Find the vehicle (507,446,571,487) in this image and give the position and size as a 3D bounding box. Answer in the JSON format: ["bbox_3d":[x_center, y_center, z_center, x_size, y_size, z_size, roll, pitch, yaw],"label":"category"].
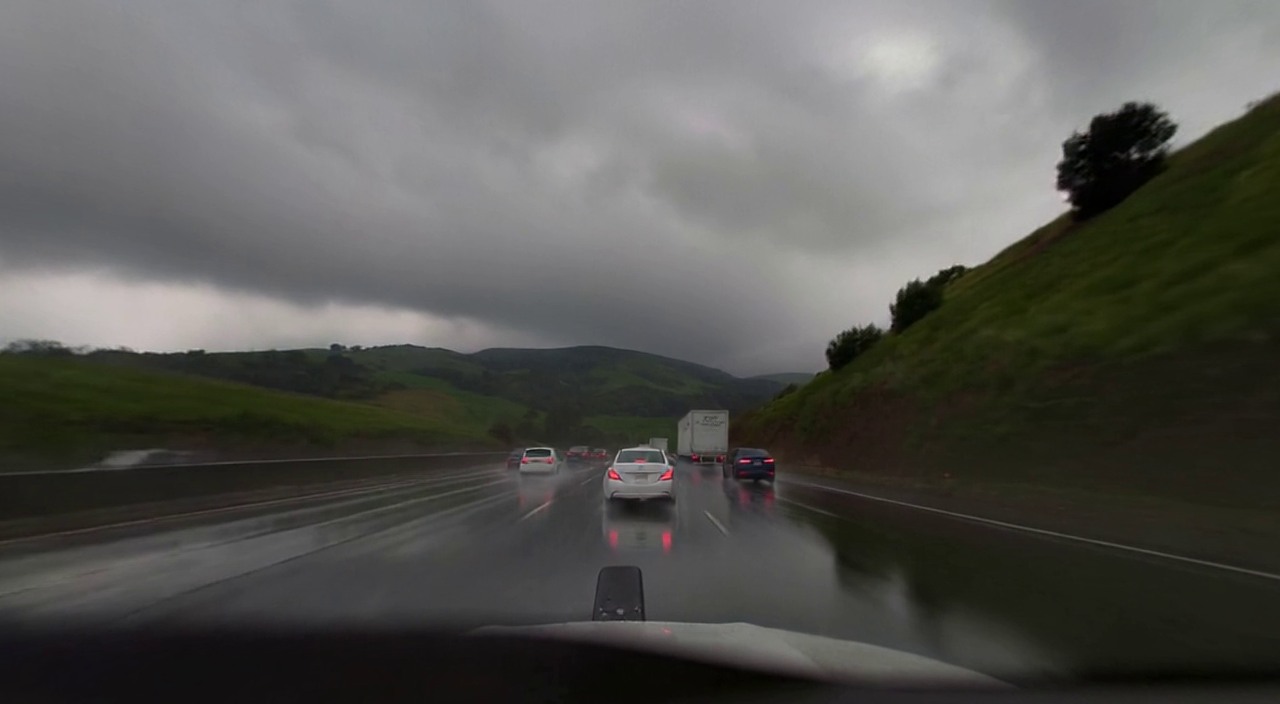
[{"bbox_3d":[-3.956,4.537,25.295,1.848,1.486,3.832,-1,-9,2],"label":"vehicle"}]

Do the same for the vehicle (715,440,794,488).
[{"bbox_3d":[4.101,4.111,23.340,2.029,1.579,4.484,0,-9,-1],"label":"vehicle"}]

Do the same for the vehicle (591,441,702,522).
[{"bbox_3d":[0.121,2.686,13.521,2.041,1.484,3.535,0,-9,0],"label":"vehicle"}]

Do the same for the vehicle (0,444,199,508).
[{"bbox_3d":[-15.516,3.496,18.221,1.959,1.574,4.844,0,-9,1],"label":"vehicle"}]
